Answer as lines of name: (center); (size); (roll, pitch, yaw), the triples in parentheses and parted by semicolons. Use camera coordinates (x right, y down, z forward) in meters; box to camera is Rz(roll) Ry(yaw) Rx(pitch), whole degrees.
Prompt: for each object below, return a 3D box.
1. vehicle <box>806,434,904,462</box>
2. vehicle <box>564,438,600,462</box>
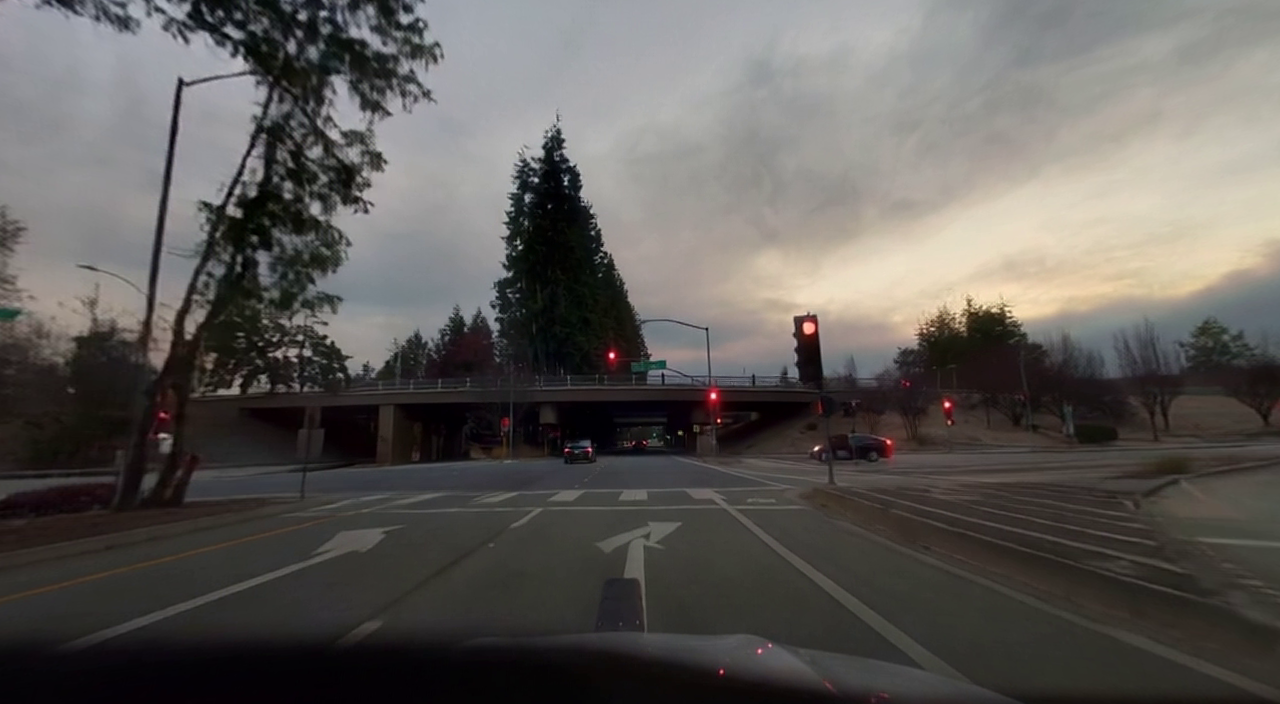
vehicle: (11.670, 5.216, 34.423); (4.691, 1.466, 1.800); (1, -9, -7)
vehicle: (-3.885, 6.666, 43.027); (2.082, 1.472, 4.310); (0, -8, 0)
